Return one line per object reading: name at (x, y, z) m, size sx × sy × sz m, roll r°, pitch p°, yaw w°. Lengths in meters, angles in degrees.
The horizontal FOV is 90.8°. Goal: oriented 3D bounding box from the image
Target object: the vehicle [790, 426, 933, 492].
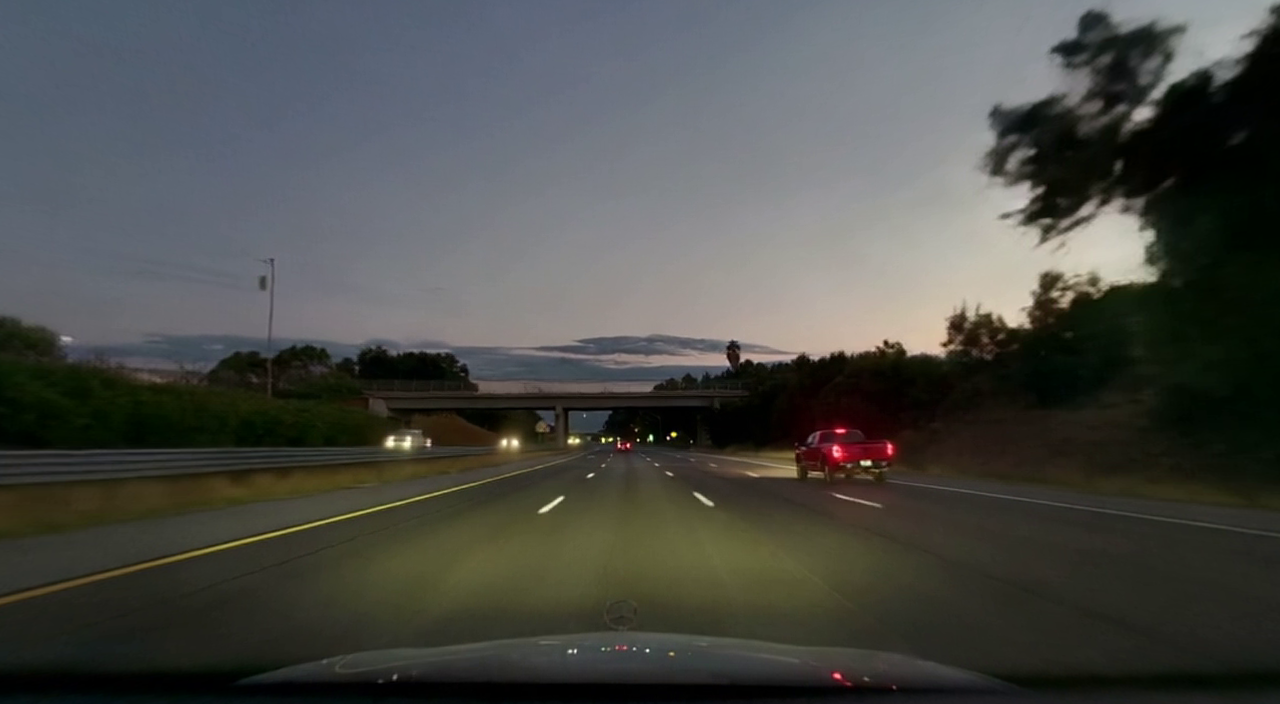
vehicle at (6.944, 3.458, 20.806) m, size 2.395 × 1.819 × 6.086 m, roll 0°, pitch -9°, yaw -1°
